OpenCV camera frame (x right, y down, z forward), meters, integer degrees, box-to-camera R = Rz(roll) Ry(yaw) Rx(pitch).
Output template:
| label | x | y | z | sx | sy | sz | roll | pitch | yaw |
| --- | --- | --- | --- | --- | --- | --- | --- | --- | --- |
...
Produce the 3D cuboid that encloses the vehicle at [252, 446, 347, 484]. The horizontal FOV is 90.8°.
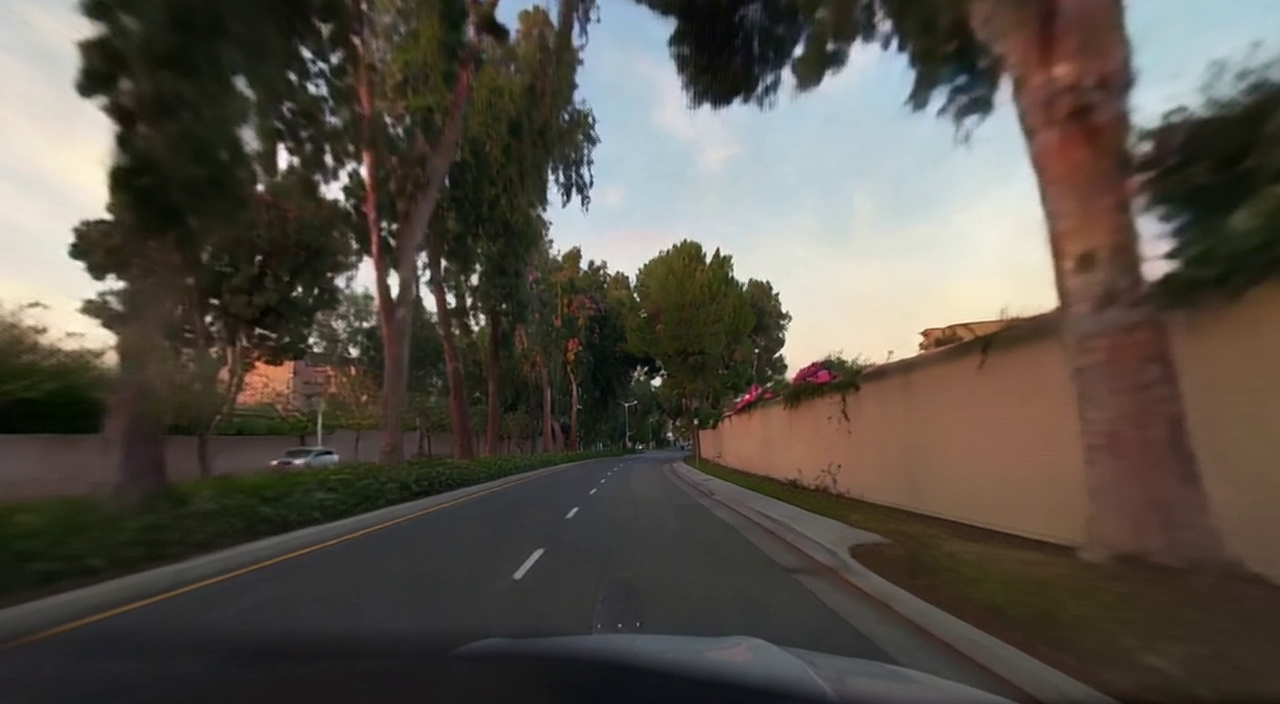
| label | x | y | z | sx | sy | sz | roll | pitch | yaw |
| --- | --- | --- | --- | --- | --- | --- | --- | --- | --- |
| vehicle | -17.087 | 5.656 | 32.069 | 2.186 | 1.769 | 4.869 | 0 | -8 | -1 |
